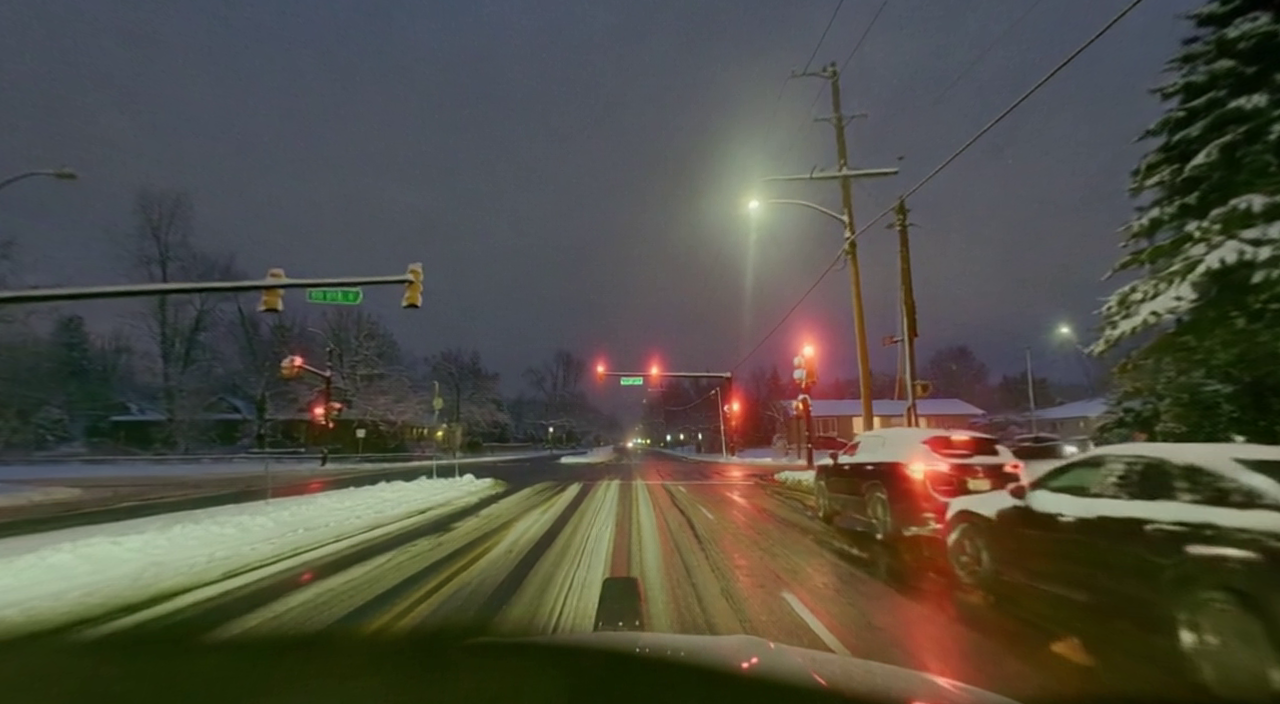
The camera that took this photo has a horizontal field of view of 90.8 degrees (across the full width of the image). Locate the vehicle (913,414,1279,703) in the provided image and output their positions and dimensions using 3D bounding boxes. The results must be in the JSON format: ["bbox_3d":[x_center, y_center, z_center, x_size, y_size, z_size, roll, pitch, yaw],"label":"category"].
[{"bbox_3d":[3.961,1.264,4.634,1.833,1.444,4.589,0,-8,0],"label":"vehicle"}]
